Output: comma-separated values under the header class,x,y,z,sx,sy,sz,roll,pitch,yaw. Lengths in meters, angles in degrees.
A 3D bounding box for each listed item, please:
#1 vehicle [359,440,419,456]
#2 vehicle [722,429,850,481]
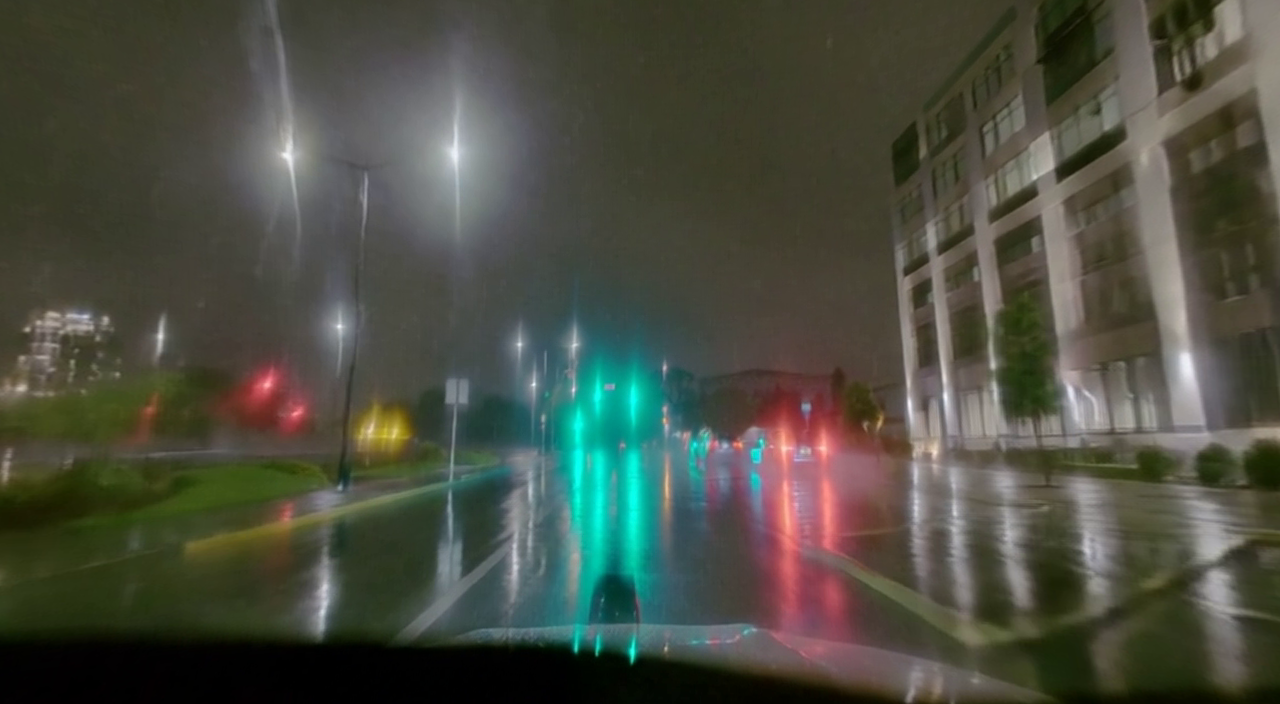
class,x,y,z,sx,sy,sz,roll,pitch,yaw
vehicle,-19.741,7.581,49.779,2.660,1.211,4.739,0,-8,1
vehicle,4.826,3.331,20.739,3.844,1.524,1.847,4,-9,-31
